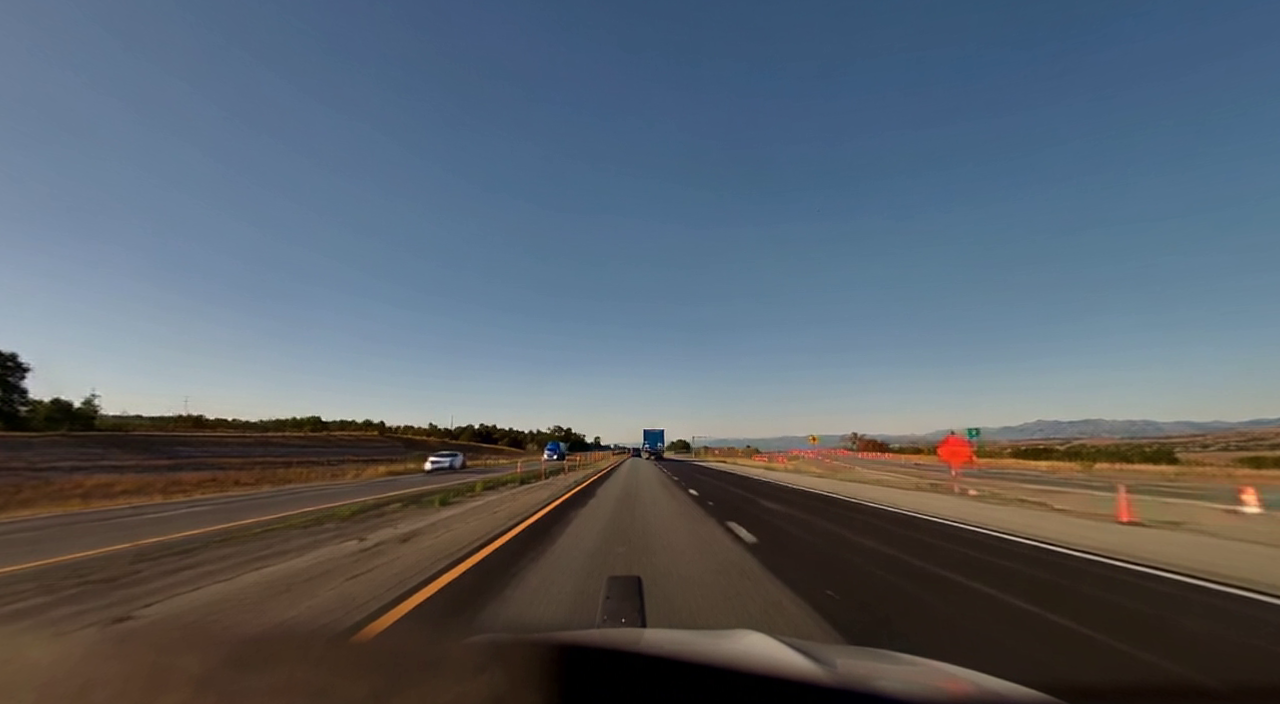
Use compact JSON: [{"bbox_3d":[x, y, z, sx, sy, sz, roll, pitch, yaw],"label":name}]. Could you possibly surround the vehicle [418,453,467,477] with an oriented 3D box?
[{"bbox_3d":[-13.214,7.591,42.459,1.869,1.455,4.529,0,-9,0],"label":"vehicle"}]
